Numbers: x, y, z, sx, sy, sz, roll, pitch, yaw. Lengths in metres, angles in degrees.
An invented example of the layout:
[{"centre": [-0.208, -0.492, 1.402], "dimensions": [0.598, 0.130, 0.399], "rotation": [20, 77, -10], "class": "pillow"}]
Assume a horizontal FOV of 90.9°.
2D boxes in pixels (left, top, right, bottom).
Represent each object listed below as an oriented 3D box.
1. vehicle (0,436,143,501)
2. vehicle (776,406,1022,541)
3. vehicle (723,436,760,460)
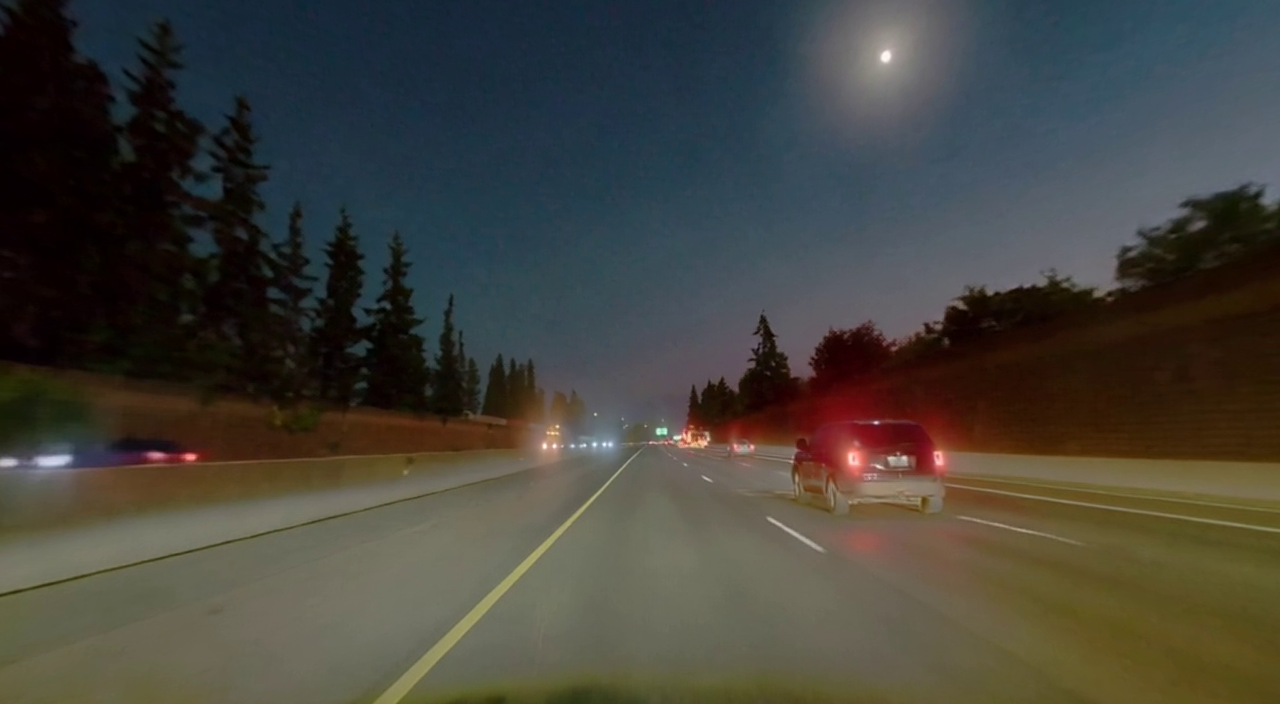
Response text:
[{"centre": [-20.521, 3.937, 21.869], "dimensions": [2.217, 1.953, 5.320], "rotation": [0, -8, 0], "class": "vehicle"}, {"centre": [3.997, 1.977, 10.864], "dimensions": [2.190, 1.783, 4.637], "rotation": [0, -8, -1], "class": "vehicle"}, {"centre": [7.932, 7.589, 49.850], "dimensions": [2.066, 1.795, 4.674], "rotation": [0, -8, -1], "class": "vehicle"}]
